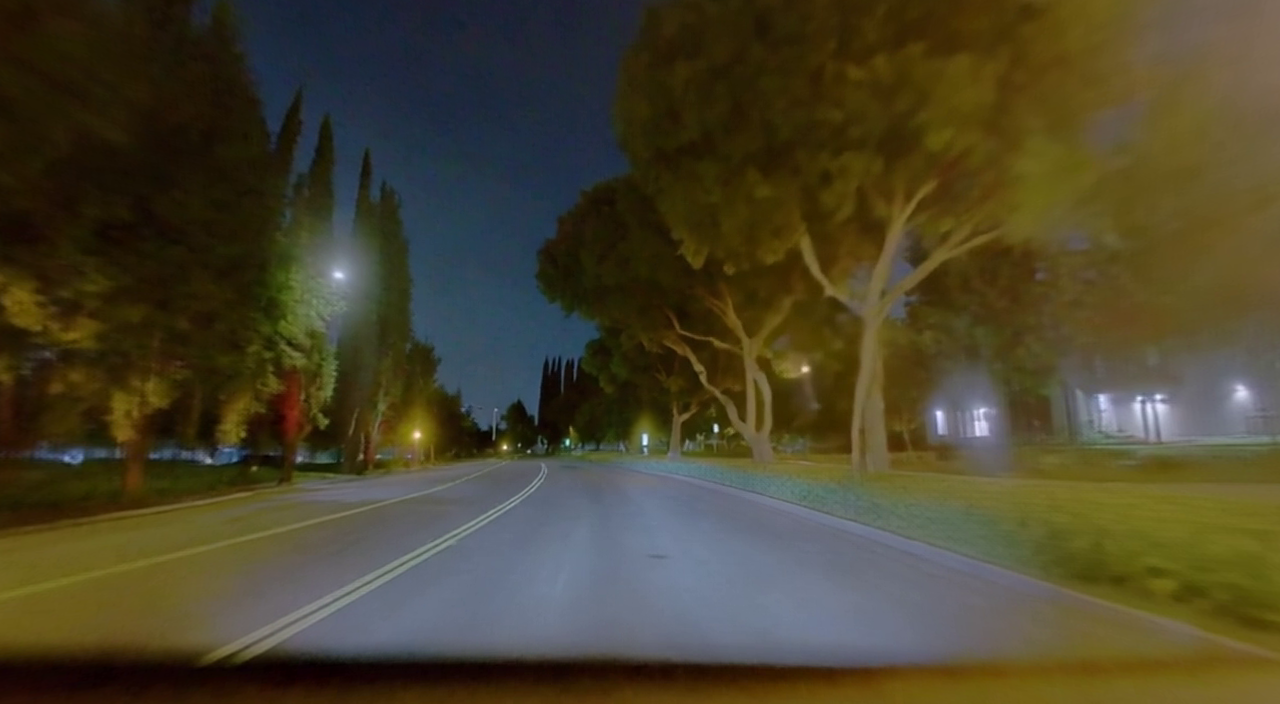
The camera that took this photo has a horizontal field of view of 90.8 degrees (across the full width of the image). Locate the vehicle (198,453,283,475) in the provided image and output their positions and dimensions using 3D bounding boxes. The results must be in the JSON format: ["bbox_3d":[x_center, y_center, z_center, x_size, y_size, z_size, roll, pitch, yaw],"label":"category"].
[{"bbox_3d":[-27.767,7.802,44.056,4.527,1.441,2.024,1,-8,-7],"label":"vehicle"}]
